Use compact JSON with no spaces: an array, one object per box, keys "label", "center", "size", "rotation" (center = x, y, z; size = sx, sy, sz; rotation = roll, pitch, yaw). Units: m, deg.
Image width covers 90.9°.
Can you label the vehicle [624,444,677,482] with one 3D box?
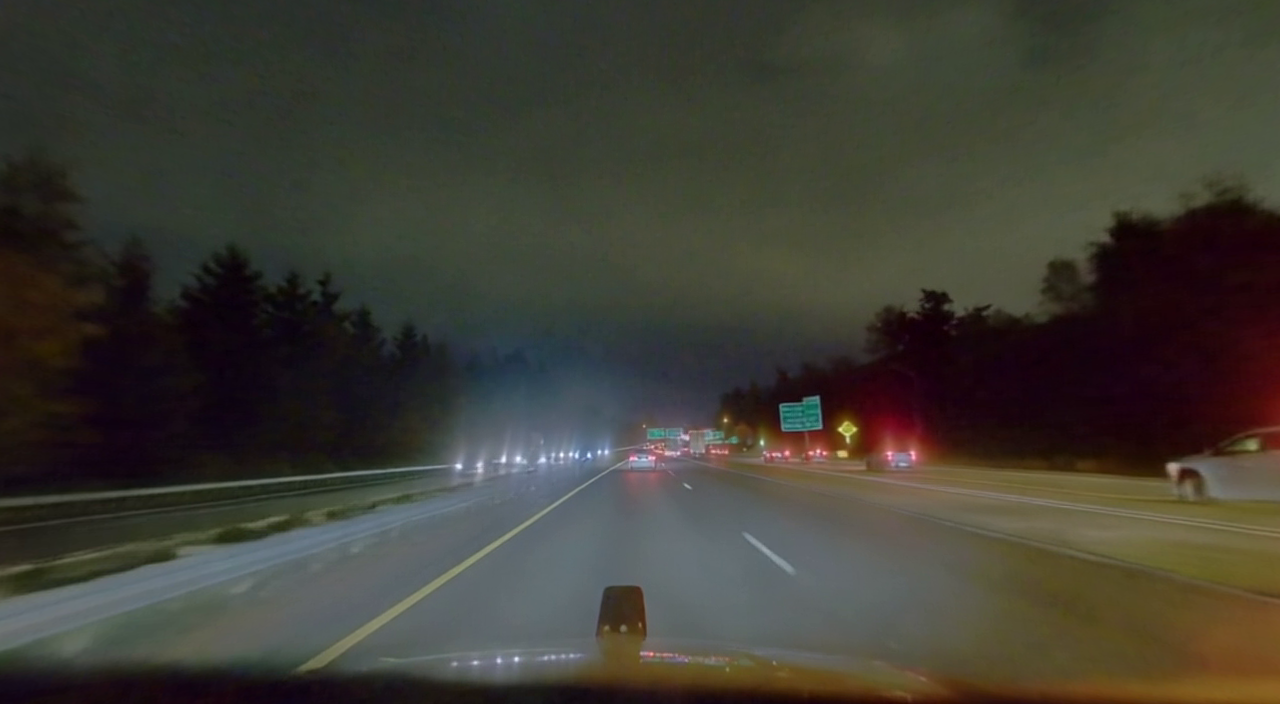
[{"label":"vehicle","center":[0.428,4.958,28.393],"size":[2.177,1.520,4.278],"rotation":[0,-9,0]}]

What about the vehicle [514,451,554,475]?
[{"label":"vehicle","center":[-6.932,7.278,41.550],"size":[1.956,1.486,3.661],"rotation":[0,-9,1]}]

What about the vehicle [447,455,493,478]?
[{"label":"vehicle","center":[-11.886,8.008,44.410],"size":[1.929,1.505,4.526],"rotation":[0,-9,1]}]

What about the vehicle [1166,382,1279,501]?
[{"label":"vehicle","center":[14.415,1.863,13.175],"size":[2.115,2.446,5.323],"rotation":[0,-9,0]}]
